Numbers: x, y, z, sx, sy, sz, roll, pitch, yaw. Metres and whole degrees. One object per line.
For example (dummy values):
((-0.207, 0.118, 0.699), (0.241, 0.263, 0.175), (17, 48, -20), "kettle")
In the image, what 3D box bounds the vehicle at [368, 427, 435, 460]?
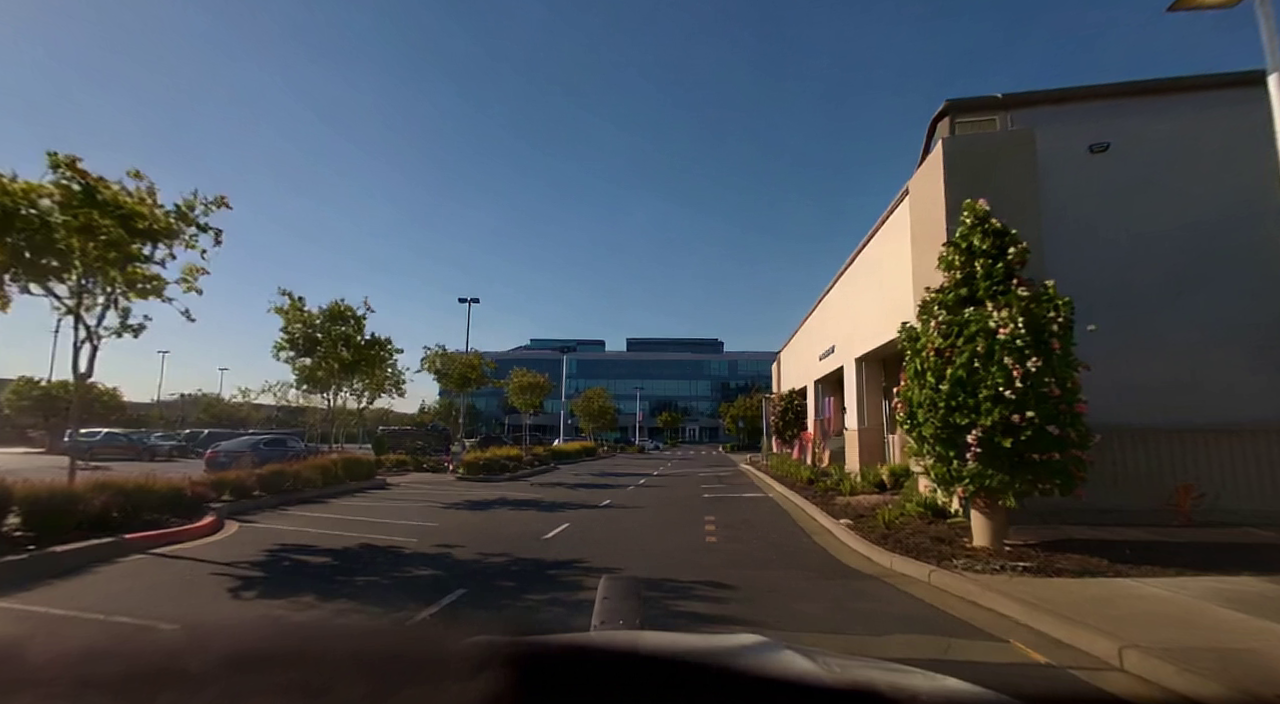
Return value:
((-15.070, 5.810, 40.179), (1.972, 1.923, 4.535), (-1, -8, 8), "vehicle")

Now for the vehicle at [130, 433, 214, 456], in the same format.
((-31.168, 6.162, 42.239), (1.773, 1.433, 4.356), (-2, -8, 10), "vehicle")

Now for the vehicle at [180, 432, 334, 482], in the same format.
((-12.270, 3.395, 20.671), (1.847, 1.443, 4.484), (-1, -8, 7), "vehicle")

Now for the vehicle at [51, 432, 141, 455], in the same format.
((-36.521, 6.166, 42.563), (1.858, 1.449, 4.296), (-2, -8, 11), "vehicle")
